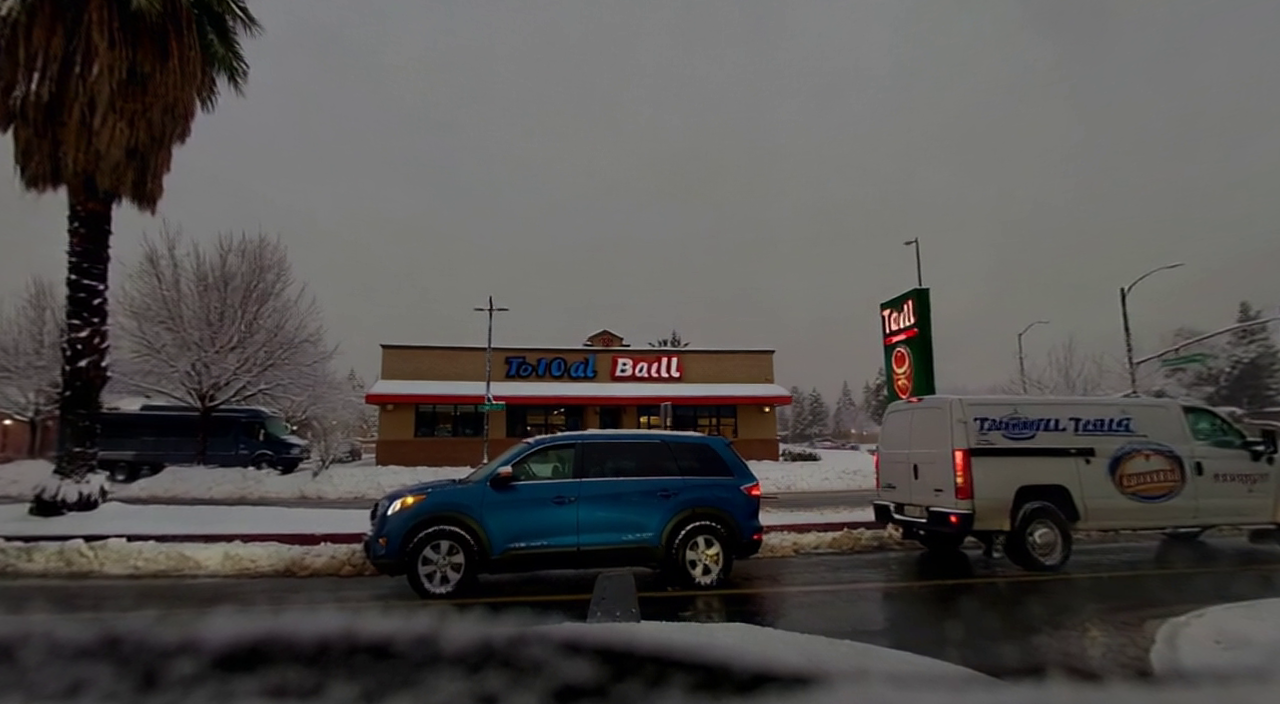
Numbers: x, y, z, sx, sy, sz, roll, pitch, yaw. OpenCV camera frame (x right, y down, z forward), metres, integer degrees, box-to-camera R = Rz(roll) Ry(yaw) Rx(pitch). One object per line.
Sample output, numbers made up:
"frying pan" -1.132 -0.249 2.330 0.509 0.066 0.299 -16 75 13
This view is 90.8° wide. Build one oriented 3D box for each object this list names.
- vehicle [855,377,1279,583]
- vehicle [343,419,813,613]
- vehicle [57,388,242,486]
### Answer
"vehicle" 6.423 1.612 8.504 6.246 2.202 2.277 1 -9 -9
"vehicle" -0.636 1.699 7.217 4.493 1.728 2.137 1 -9 -10
"vehicle" -22.250 4.003 29.438 3.034 3.929 7.699 1 -9 -7
